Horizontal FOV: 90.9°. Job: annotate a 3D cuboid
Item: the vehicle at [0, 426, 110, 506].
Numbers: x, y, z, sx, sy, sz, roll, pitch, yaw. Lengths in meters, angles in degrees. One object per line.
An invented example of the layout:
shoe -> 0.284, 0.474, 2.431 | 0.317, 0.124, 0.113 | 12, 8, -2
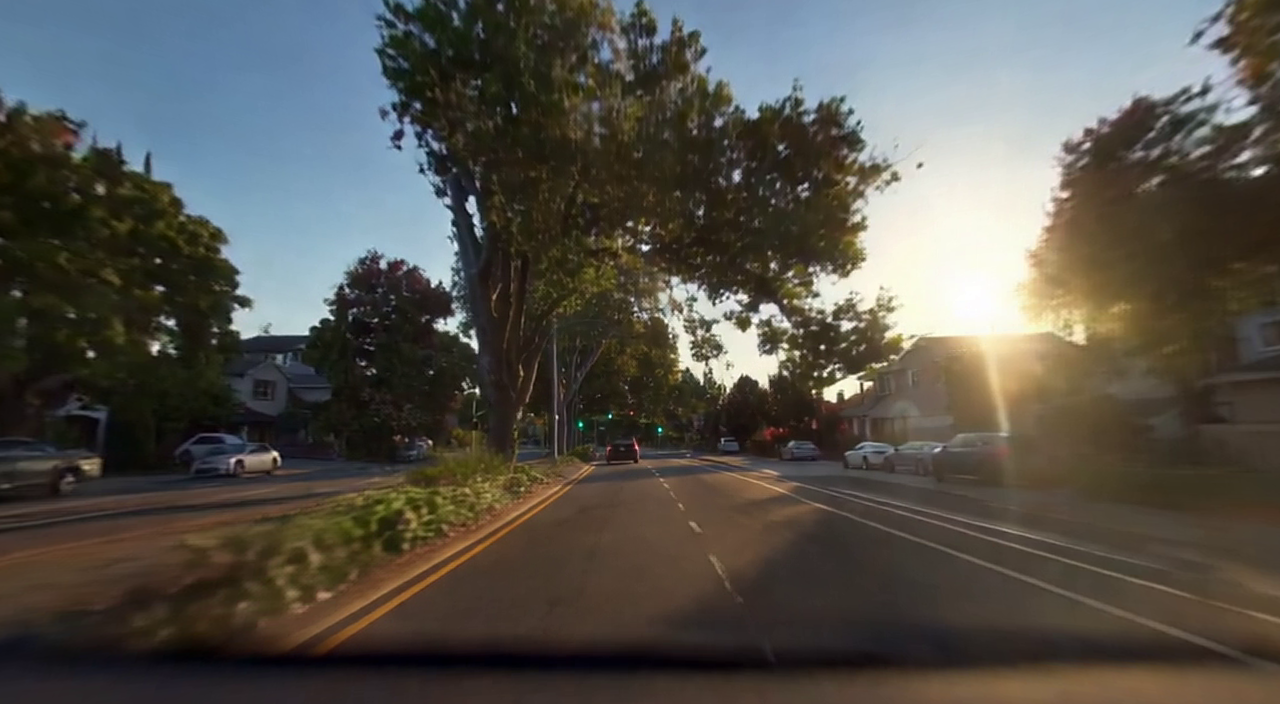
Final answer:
vehicle -> -15.074, 2.572, 14.285 | 2.042, 1.748, 4.584 | 0, -8, 0

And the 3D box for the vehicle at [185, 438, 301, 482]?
vehicle -> -15.205, 4.144, 24.419 | 1.884, 1.540, 3.927 | 0, -8, 1

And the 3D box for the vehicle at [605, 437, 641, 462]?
vehicle -> -1.095, 6.067, 39.251 | 2.113, 1.462, 4.203 | 0, -8, -3

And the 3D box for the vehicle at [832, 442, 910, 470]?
vehicle -> 11.389, 5.152, 31.497 | 2.015, 1.231, 4.748 | 0, -8, -2

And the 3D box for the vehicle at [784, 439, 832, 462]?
vehicle -> 11.190, 6.610, 42.298 | 1.839, 1.445, 4.484 | 0, -8, -2

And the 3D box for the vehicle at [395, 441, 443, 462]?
vehicle -> -15.919, 7.179, 45.626 | 2.070, 1.469, 4.524 | 1, -8, -3

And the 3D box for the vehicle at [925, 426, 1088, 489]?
vehicle -> 11.526, 3.355, 20.413 | 2.147, 1.767, 5.125 | 0, -8, 0
